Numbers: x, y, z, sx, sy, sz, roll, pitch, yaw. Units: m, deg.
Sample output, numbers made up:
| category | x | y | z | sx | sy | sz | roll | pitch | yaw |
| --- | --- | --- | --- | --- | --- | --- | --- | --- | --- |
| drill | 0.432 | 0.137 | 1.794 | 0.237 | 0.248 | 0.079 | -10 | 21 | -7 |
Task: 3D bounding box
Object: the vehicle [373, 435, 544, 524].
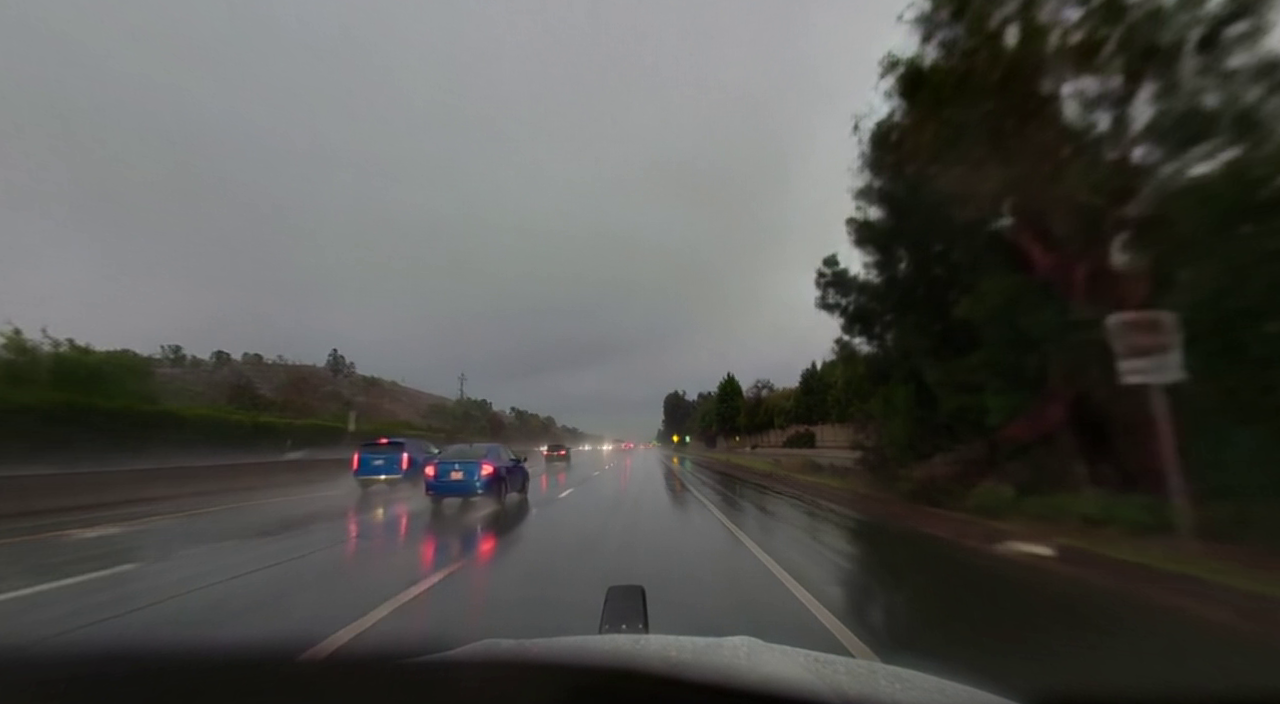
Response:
| category | x | y | z | sx | sy | sz | roll | pitch | yaw |
| --- | --- | --- | --- | --- | --- | --- | --- | --- | --- |
| vehicle | -3.542 | 2.589 | 13.500 | 2.081 | 1.514 | 4.943 | 0 | -8 | 1 |
